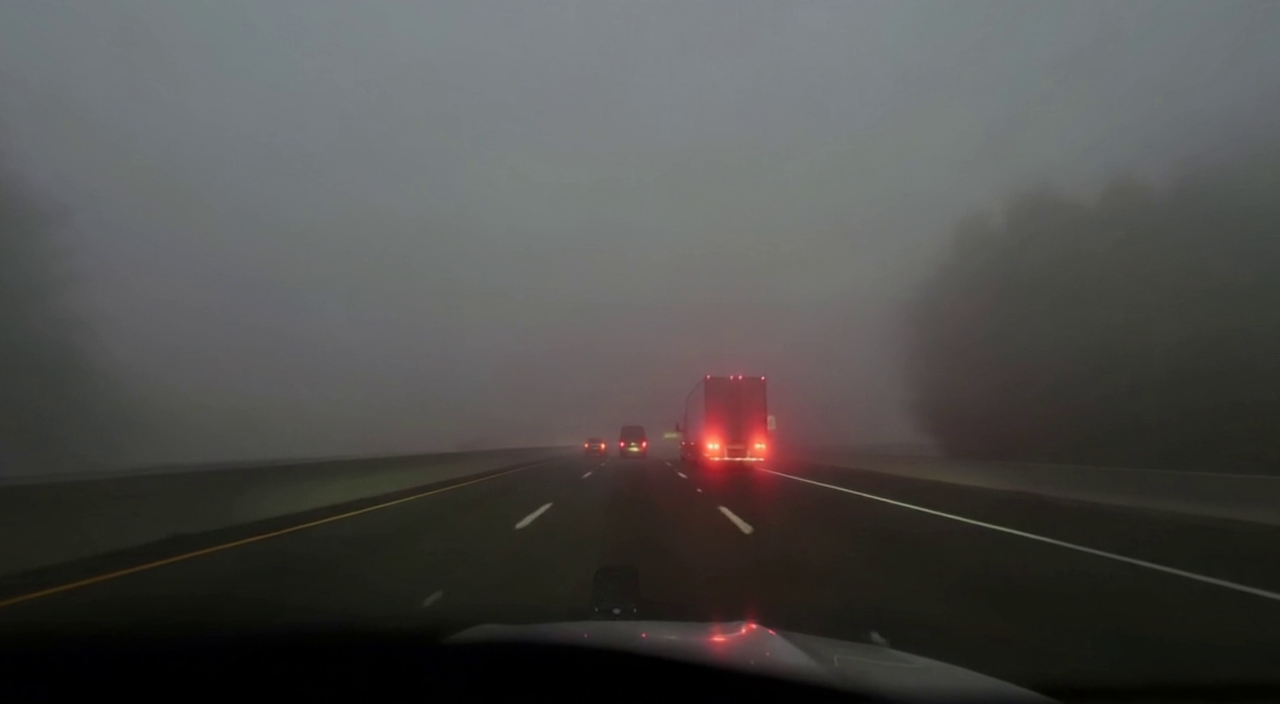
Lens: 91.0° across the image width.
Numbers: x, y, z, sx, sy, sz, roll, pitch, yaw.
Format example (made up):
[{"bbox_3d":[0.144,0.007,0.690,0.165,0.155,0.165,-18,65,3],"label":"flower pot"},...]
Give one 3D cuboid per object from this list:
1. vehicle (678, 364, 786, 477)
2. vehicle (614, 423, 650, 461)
[{"bbox_3d":[3.608,3.229,27.992,2.997,3.983,10.860,1,-8,-1],"label":"vehicle"},{"bbox_3d":[-0.586,6.658,46.658,2.481,2.618,6.314,0,-8,-1],"label":"vehicle"}]
